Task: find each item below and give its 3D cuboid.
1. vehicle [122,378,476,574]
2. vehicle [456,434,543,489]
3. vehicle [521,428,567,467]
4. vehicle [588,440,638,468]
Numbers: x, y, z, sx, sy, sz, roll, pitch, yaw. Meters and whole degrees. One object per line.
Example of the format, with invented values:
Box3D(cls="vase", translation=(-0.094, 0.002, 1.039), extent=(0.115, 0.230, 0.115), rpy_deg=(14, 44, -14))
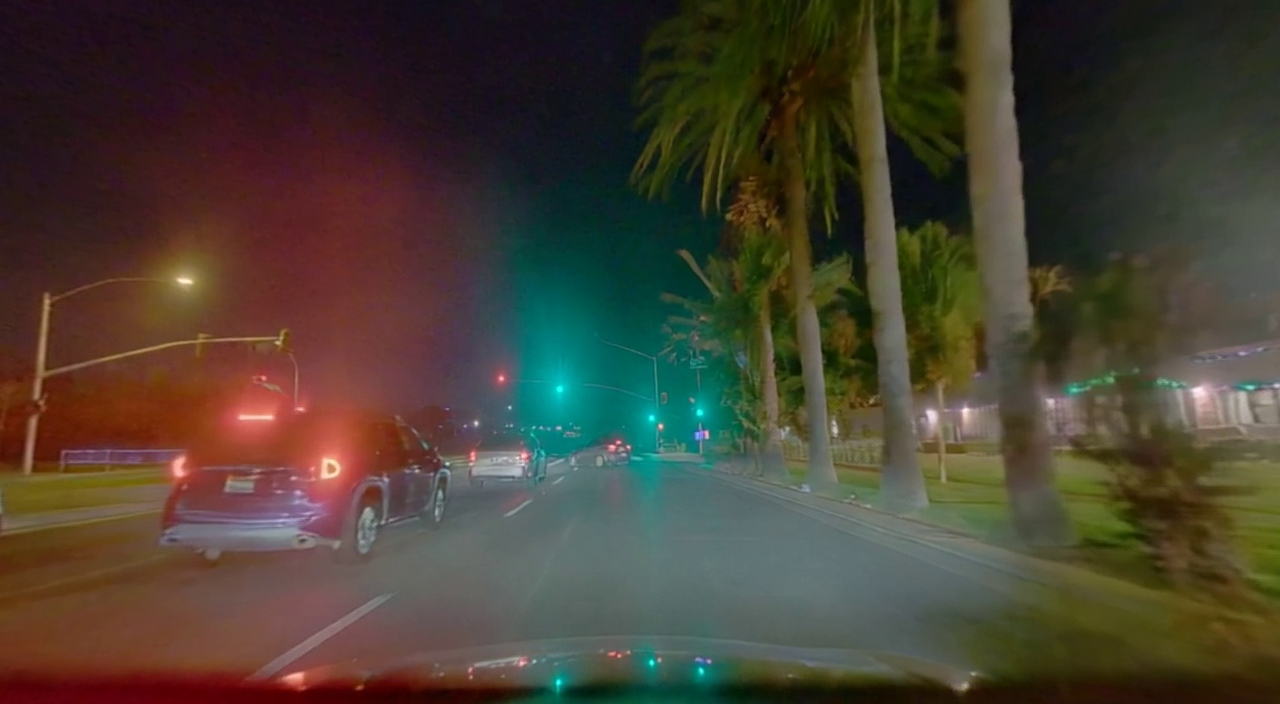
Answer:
Box3D(cls="vehicle", translation=(-3.998, 1.556, 8.719), extent=(2.144, 1.877, 4.899), rpy_deg=(-1, -8, 0))
Box3D(cls="vehicle", translation=(-4.077, 3.221, 18.947), extent=(1.709, 1.425, 4.337), rpy_deg=(-1, -8, -1))
Box3D(cls="vehicle", translation=(-5.007, 5.006, 33.369), extent=(2.032, 1.852, 4.571), rpy_deg=(-1, -8, -4))
Box3D(cls="vehicle", translation=(-1.356, 4.768, 29.761), extent=(2.131, 1.222, 3.868), rpy_deg=(0, -8, -6))
